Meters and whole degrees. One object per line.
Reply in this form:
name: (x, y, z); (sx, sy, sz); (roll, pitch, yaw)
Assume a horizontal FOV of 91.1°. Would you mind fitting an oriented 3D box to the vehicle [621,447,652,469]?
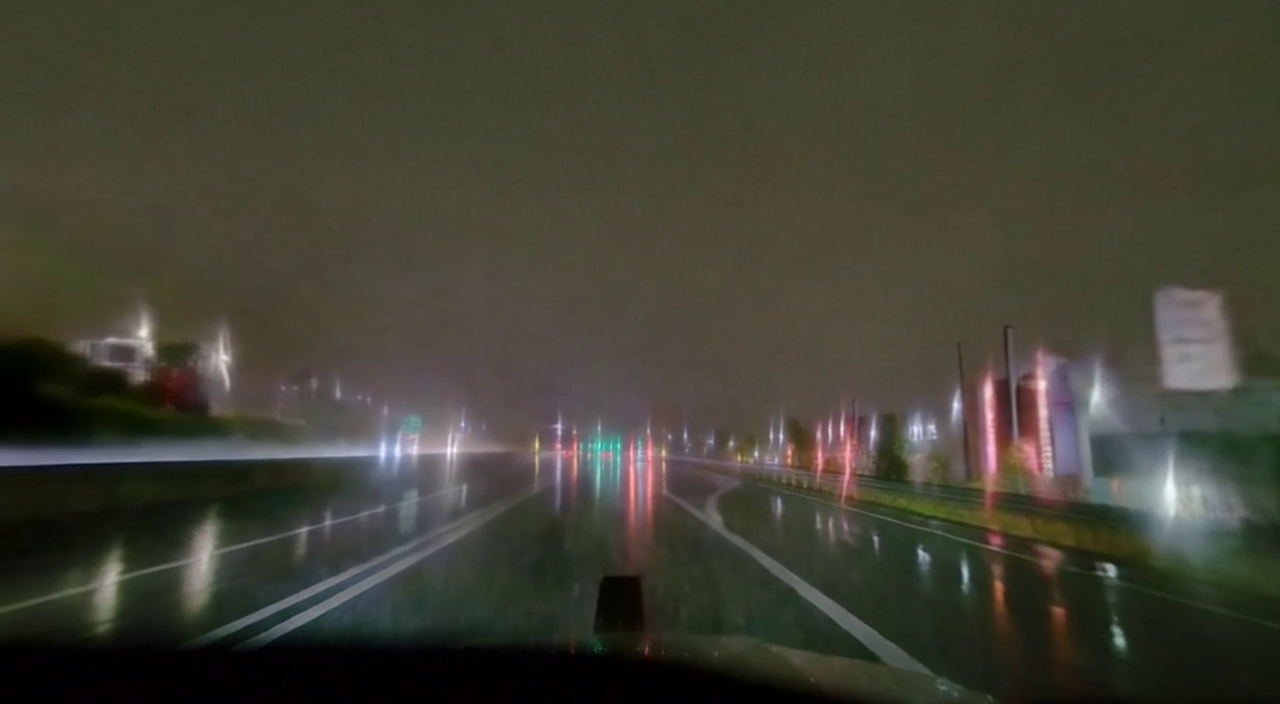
vehicle: (-0.266, 7.565, 45.085); (2.140, 1.455, 4.135); (0, -9, -1)
